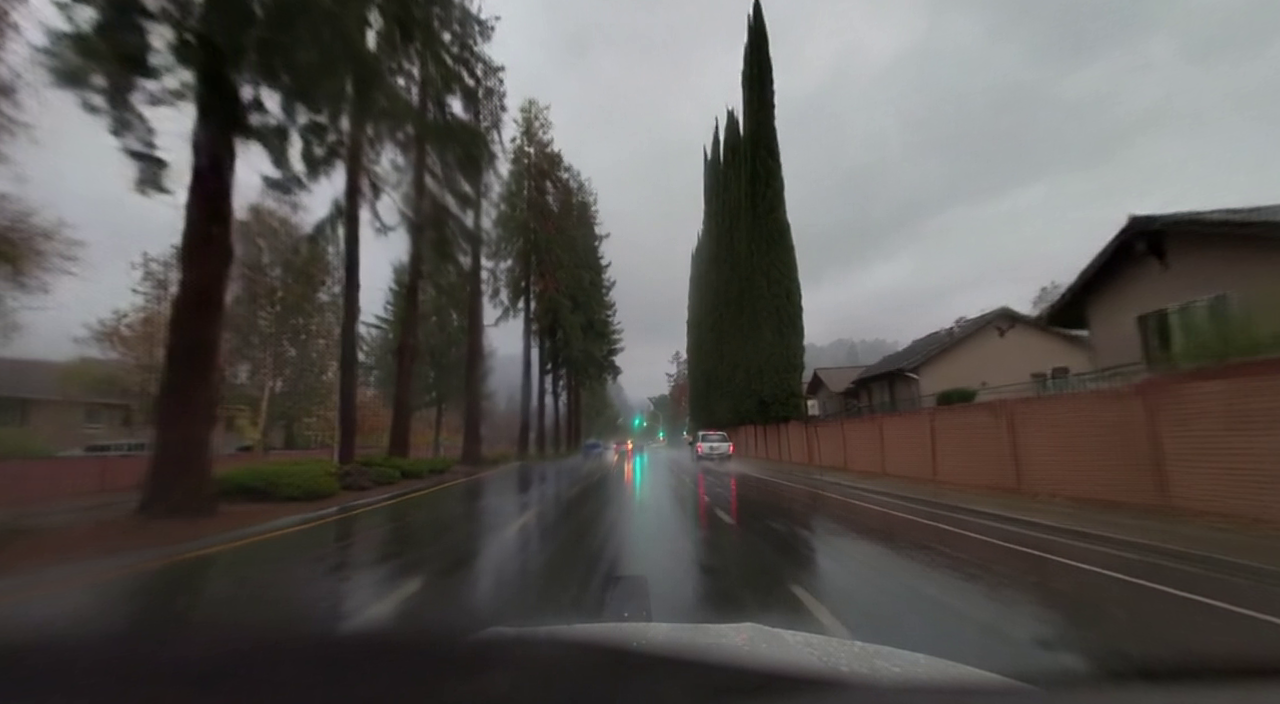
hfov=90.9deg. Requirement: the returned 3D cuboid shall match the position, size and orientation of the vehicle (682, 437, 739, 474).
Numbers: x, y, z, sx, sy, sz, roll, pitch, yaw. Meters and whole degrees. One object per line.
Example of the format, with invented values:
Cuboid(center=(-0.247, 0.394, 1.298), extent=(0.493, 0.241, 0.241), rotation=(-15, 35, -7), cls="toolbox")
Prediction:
Cuboid(center=(3.388, 5.115, 31.350), extent=(2.321, 1.695, 5.037), rotation=(0, -8, 1), cls="vehicle")
